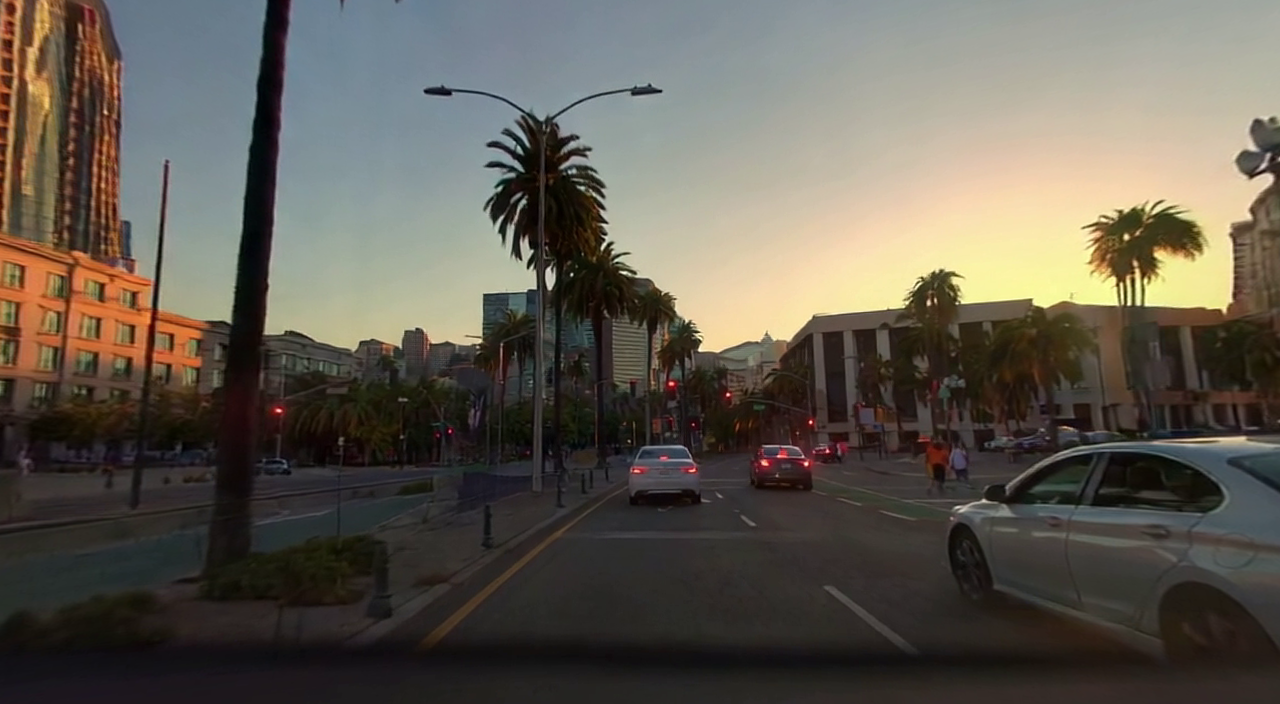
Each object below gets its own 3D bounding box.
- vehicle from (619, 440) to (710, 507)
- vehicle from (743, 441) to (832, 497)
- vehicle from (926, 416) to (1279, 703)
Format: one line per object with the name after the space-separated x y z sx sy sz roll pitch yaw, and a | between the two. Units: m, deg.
0.675 3.060 16.333 2.078 1.503 3.681 -1 -9 4 | vehicle
4.344 3.502 19.307 1.920 1.490 4.417 -1 -9 4 | vehicle
3.915 1.243 4.305 1.913 1.469 4.425 0 -9 1 | vehicle
